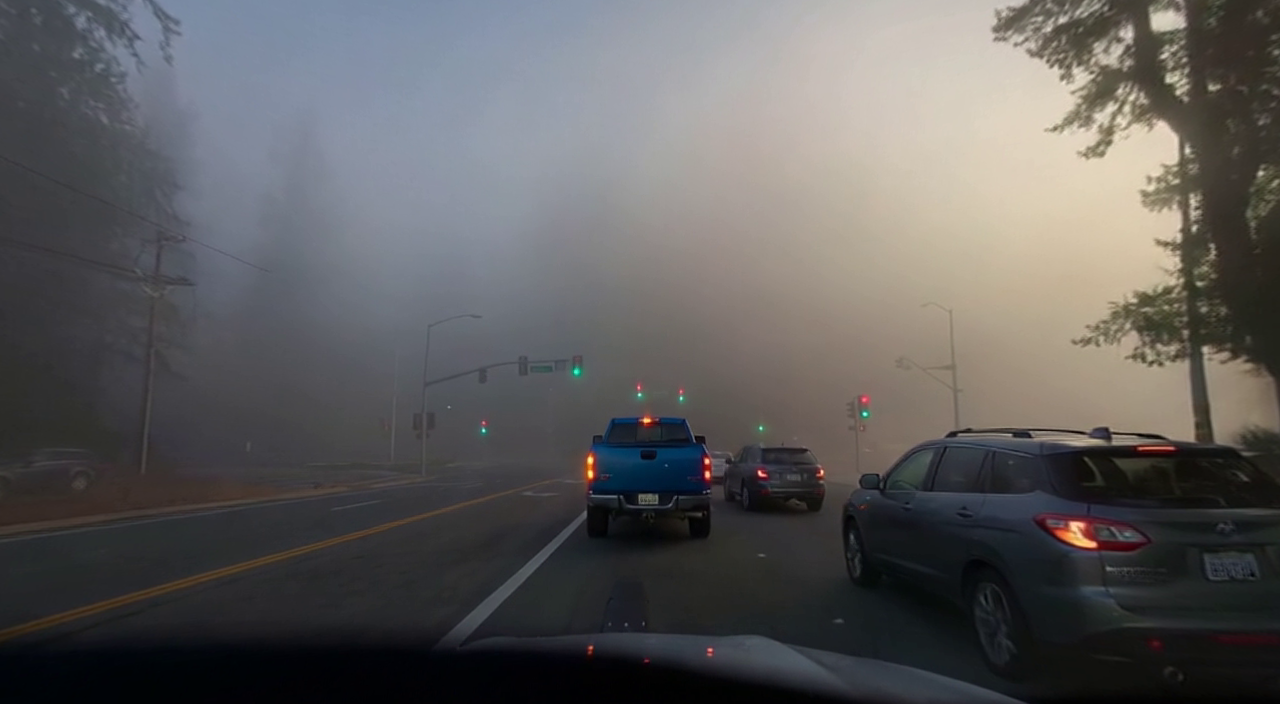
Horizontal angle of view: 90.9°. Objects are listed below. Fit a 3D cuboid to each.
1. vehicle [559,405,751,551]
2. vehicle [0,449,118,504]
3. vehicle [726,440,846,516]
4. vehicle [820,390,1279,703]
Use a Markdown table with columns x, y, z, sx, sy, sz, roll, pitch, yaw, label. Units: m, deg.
| x | y | z | sx | sy | sz | roll | pitch | yaw | label |
| --- | --- | --- | --- | --- | --- | --- | --- | --- | --- |
| 0.217 | 2.153 | 11.519 | 2.636 | 2.011 | 5.425 | 0 | -8 | 0 | vehicle |
| -21.733 | 4.384 | 22.703 | 2.062 | 1.764 | 4.508 | 0 | -8 | -2 | vehicle |
| 3.474 | 3.070 | 15.932 | 1.957 | 1.646 | 4.355 | 0 | -8 | 0 | vehicle |
| 3.318 | 1.367 | 5.106 | 2.155 | 1.667 | 5.162 | 0 | -8 | 0 | vehicle |
